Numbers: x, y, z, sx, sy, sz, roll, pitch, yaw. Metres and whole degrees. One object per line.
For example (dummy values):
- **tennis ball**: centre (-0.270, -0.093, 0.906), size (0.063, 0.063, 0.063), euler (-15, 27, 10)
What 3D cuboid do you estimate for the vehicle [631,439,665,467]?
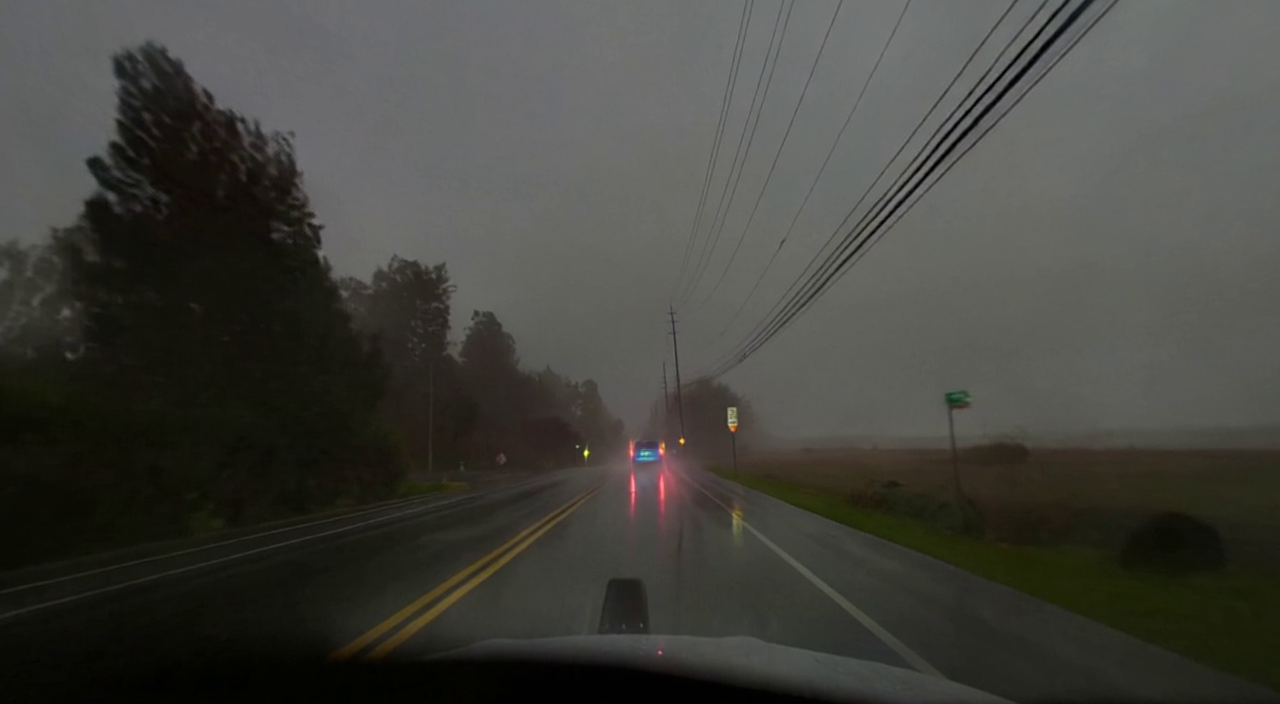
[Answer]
- **vehicle**: centre (0.586, 7.702, 48.255), size (2.468, 2.056, 4.422), euler (0, -8, 0)
